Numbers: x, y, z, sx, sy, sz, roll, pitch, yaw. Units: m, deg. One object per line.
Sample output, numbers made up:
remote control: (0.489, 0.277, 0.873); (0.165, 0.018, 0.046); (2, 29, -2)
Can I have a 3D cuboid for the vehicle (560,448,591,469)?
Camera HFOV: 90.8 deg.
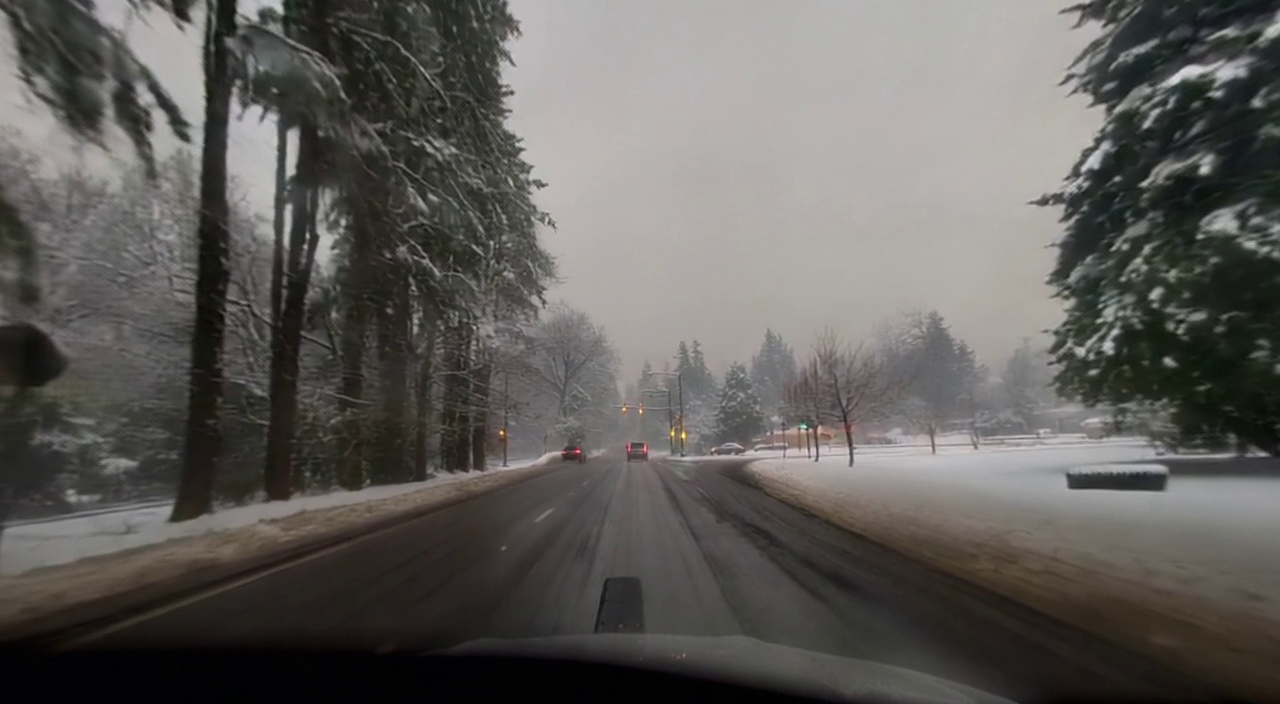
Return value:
vehicle: (-4.476, 7.416, 44.270); (1.674, 1.408, 4.141); (0, -8, 1)
